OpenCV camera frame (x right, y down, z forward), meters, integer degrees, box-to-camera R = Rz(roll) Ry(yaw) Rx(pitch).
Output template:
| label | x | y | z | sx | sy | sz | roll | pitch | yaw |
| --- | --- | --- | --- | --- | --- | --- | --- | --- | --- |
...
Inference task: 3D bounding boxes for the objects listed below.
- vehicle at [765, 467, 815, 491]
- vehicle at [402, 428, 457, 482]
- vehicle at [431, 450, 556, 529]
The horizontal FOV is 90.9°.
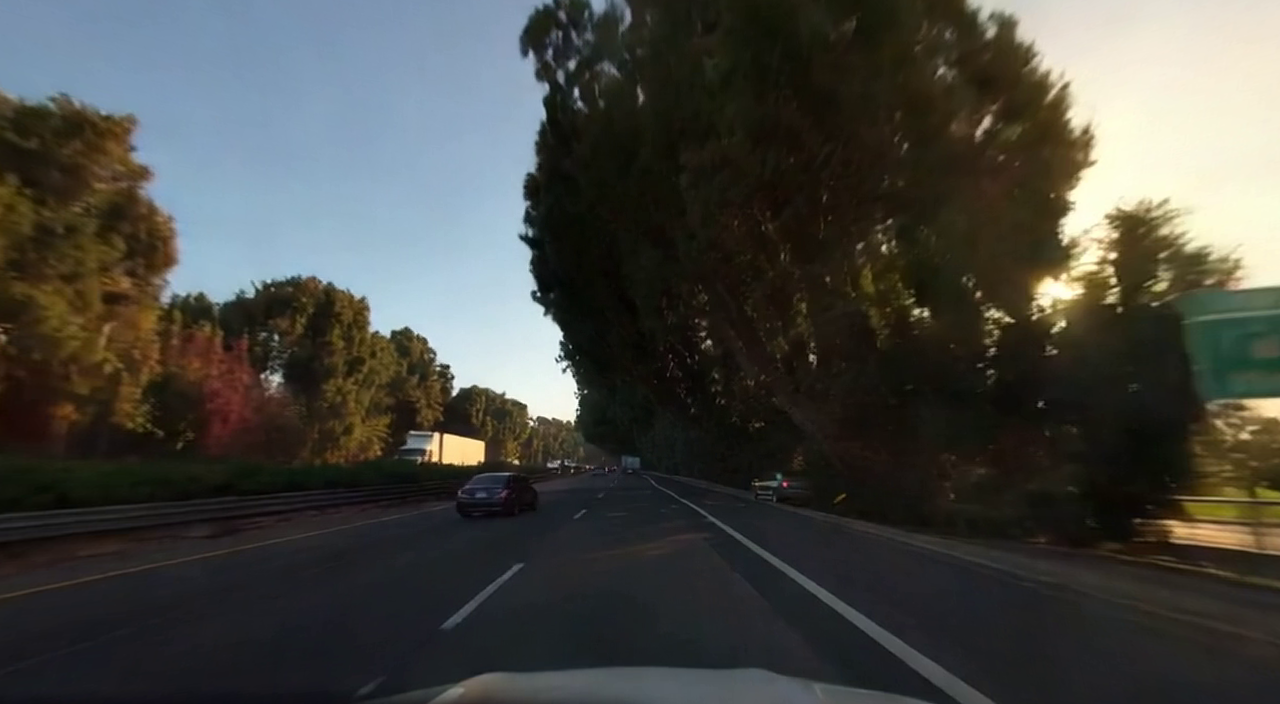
| label | x | y | z | sx | sy | sz | roll | pitch | yaw |
| --- | --- | --- | --- | --- | --- | --- | --- | --- | --- |
| vehicle | 10.095 | 8.611 | 42.856 | 1.993 | 1.512 | 4.314 | 2 | -11 | -5 |
| vehicle | -16.350 | 8.076 | 49.217 | 2.997 | 4.013 | 3.159 | 1 | -10 | -1 |
| vehicle | -3.426 | 3.353 | 15.773 | 1.912 | 1.631 | 4.672 | 1 | -11 | 1 |
